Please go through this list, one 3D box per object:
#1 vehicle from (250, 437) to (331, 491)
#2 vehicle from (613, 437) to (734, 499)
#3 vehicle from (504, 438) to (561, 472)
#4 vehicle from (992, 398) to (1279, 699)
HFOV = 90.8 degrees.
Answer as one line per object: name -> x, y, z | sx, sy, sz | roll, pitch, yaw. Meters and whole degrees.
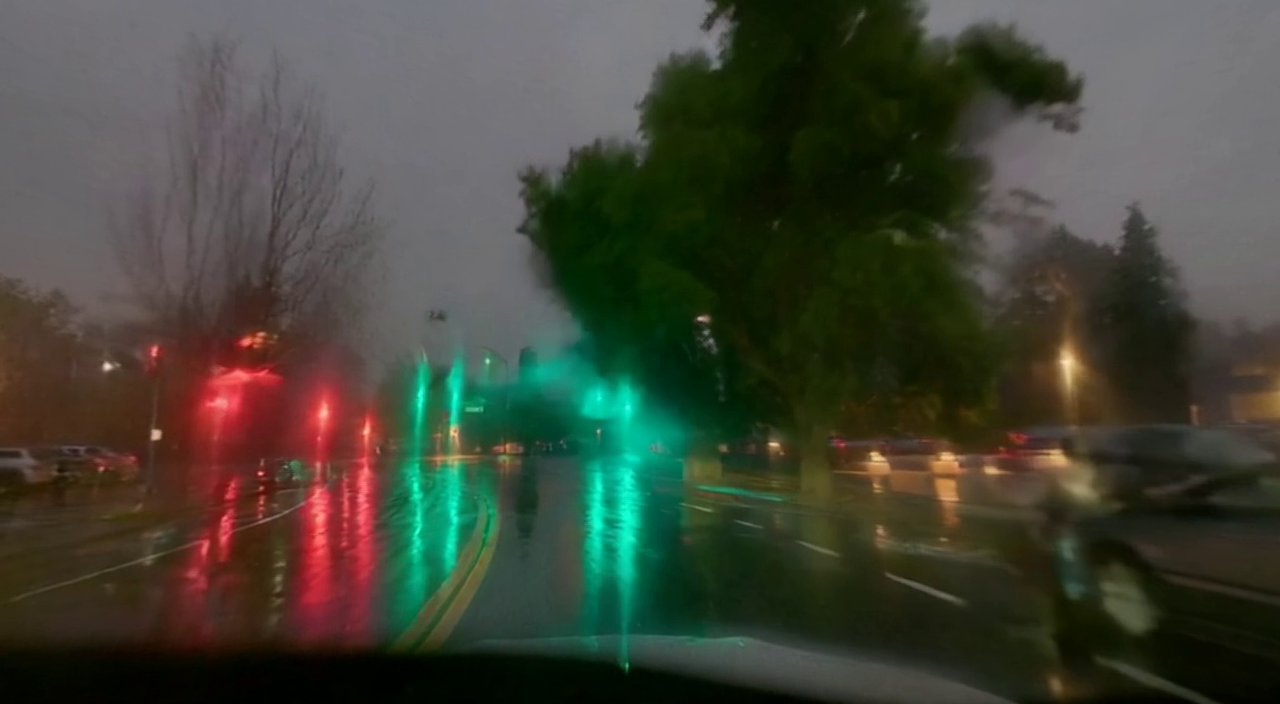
vehicle -> -14.043, 4.542, 25.691 | 2.171, 1.838, 5.344 | 1, -10, -22
vehicle -> 0.774, 3.210, 18.131 | 1.884, 1.508, 4.713 | 3, -8, -17
vehicle -> -6.562, 6.130, 38.079 | 2.255, 1.863, 5.629 | 3, -9, -21
vehicle -> 4.287, 0.997, 3.210 | 2.066, 1.509, 4.579 | 1, -8, -5
